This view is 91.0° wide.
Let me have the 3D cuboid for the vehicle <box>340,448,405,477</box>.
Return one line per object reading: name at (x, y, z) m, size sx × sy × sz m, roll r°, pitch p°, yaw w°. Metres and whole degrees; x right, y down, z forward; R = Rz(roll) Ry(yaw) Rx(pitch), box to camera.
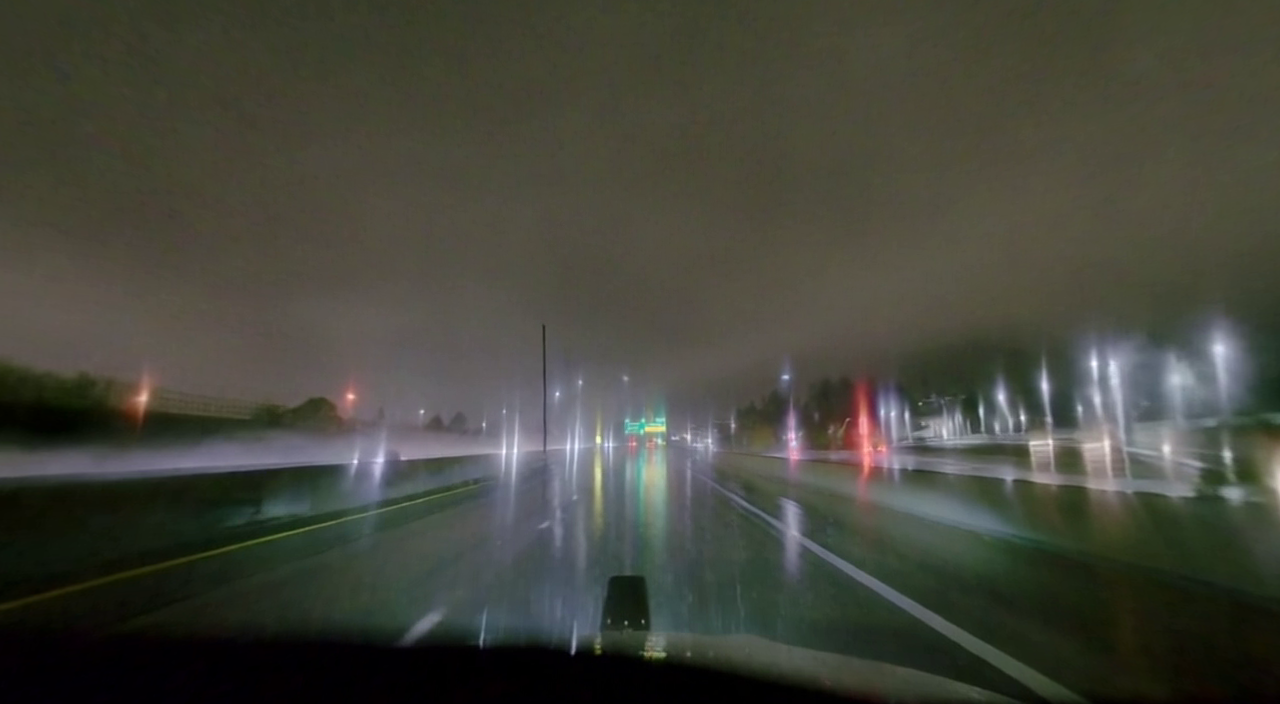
vehicle at (-15.375, 6.334, 36.354) m, size 1.830 × 1.492 × 4.277 m, roll 0°, pitch -8°, yaw 1°
